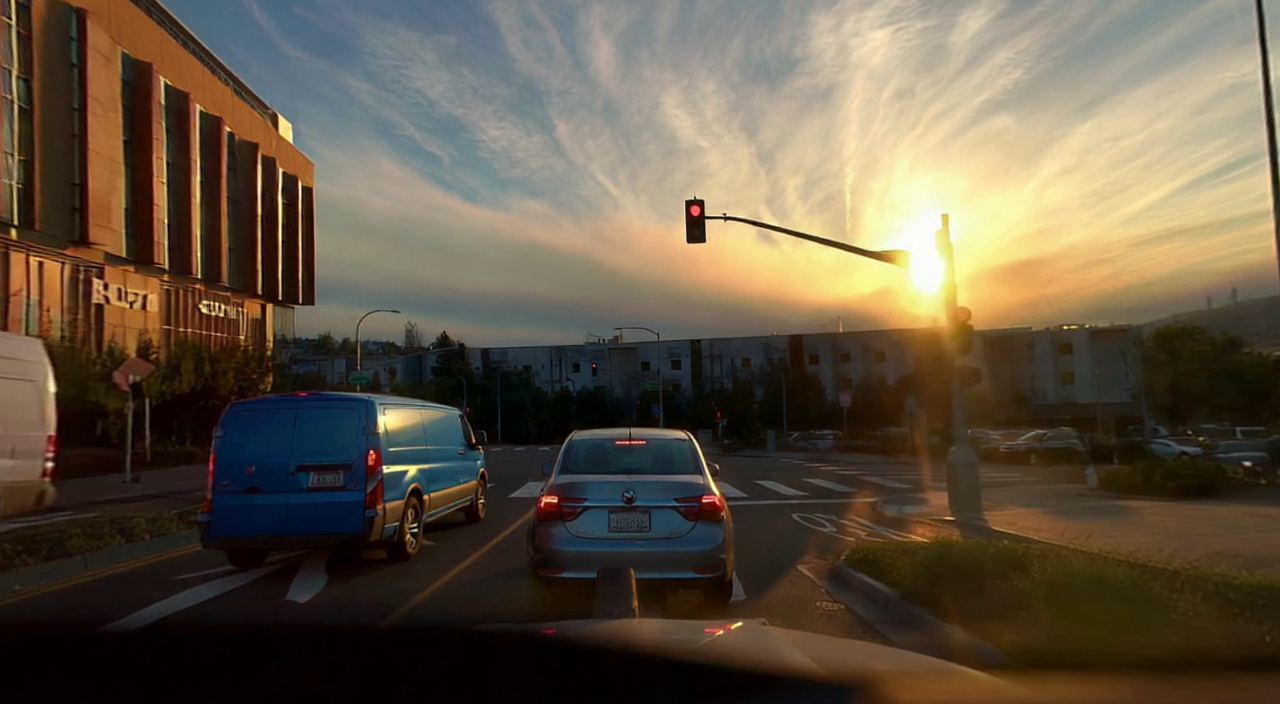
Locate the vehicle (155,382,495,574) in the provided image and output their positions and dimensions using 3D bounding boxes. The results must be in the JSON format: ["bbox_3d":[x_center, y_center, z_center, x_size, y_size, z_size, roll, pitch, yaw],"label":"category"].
[{"bbox_3d":[-3.582,1.532,8.586,2.076,1.820,5.100,0,-8,-1],"label":"vehicle"}]

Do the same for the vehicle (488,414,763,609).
[{"bbox_3d":[-0.114,1.467,6.770,2.064,1.452,3.942,0,-8,0],"label":"vehicle"}]

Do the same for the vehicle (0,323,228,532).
[{"bbox_3d":[-10.751,0.927,7.798,2.973,3.009,12.605,0,-8,-1],"label":"vehicle"}]
